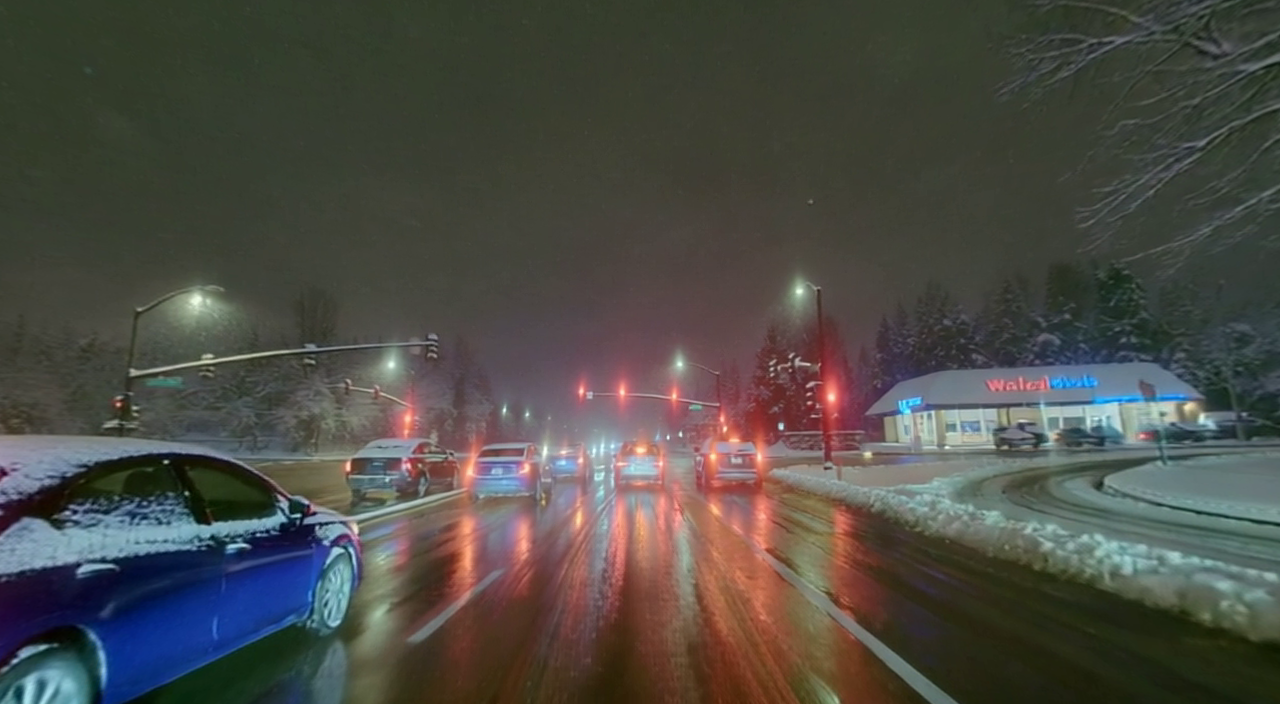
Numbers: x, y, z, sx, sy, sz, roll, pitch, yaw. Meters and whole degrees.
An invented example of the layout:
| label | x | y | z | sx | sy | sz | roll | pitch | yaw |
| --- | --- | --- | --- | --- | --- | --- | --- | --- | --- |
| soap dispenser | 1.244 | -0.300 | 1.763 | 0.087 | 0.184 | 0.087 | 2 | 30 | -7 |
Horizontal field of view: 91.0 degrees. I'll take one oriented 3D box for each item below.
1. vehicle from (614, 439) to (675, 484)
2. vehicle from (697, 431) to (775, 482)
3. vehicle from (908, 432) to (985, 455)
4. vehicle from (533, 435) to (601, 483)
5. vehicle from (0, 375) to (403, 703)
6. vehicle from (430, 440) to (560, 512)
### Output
| label | x | y | z | sx | sy | sz | roll | pitch | yaw |
| --- | --- | --- | --- | --- | --- | --- | --- | --- | --- |
| vehicle | 0.182 | 4.017 | 23.318 | 2.032 | 1.499 | 3.994 | 0 | -9 | 1 |
| vehicle | 3.404 | 3.844 | 23.326 | 2.076 | 1.691 | 4.402 | 0 | -9 | -2 |
| vehicle | 23.386 | 7.000 | 48.125 | 4.781 | 1.700 | 1.986 | 0 | -9 | 1 |
| vehicle | -2.770 | 4.184 | 24.841 | 2.072 | 1.694 | 4.070 | 0 | -9 | 2 |
| vehicle | -3.108 | 0.942 | 2.621 | 2.249 | 1.517 | 4.951 | 0 | -9 | 1 |
| vehicle | -3.302 | 2.922 | 15.310 | 2.014 | 1.472 | 4.357 | 0 | -9 | 2 |
